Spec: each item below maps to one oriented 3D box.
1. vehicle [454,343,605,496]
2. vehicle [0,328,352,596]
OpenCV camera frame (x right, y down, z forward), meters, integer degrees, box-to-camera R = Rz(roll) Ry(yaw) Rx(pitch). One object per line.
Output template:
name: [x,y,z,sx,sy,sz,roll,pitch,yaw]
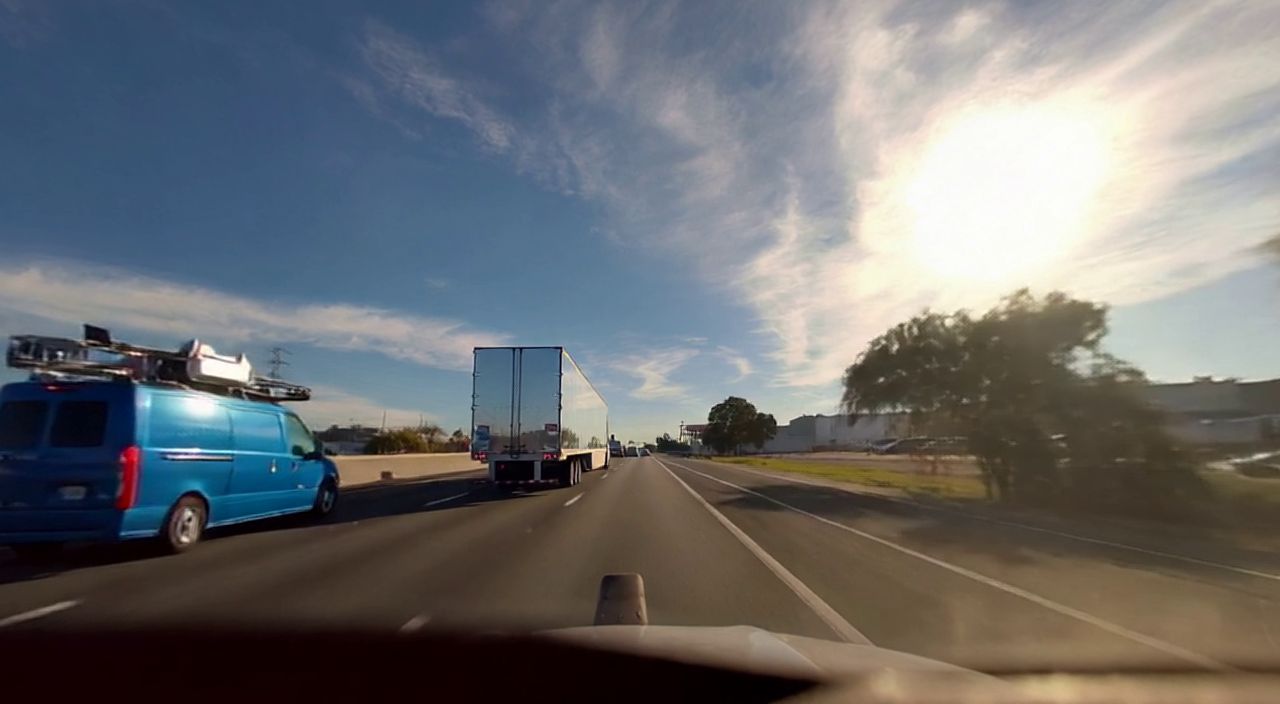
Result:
vehicle: [-3.428,2.999,25.304,2.939,4.132,16.303,0,-8,1]
vehicle: [-6.931,1.521,9.378,2.385,2.672,6.049,0,-8,0]
